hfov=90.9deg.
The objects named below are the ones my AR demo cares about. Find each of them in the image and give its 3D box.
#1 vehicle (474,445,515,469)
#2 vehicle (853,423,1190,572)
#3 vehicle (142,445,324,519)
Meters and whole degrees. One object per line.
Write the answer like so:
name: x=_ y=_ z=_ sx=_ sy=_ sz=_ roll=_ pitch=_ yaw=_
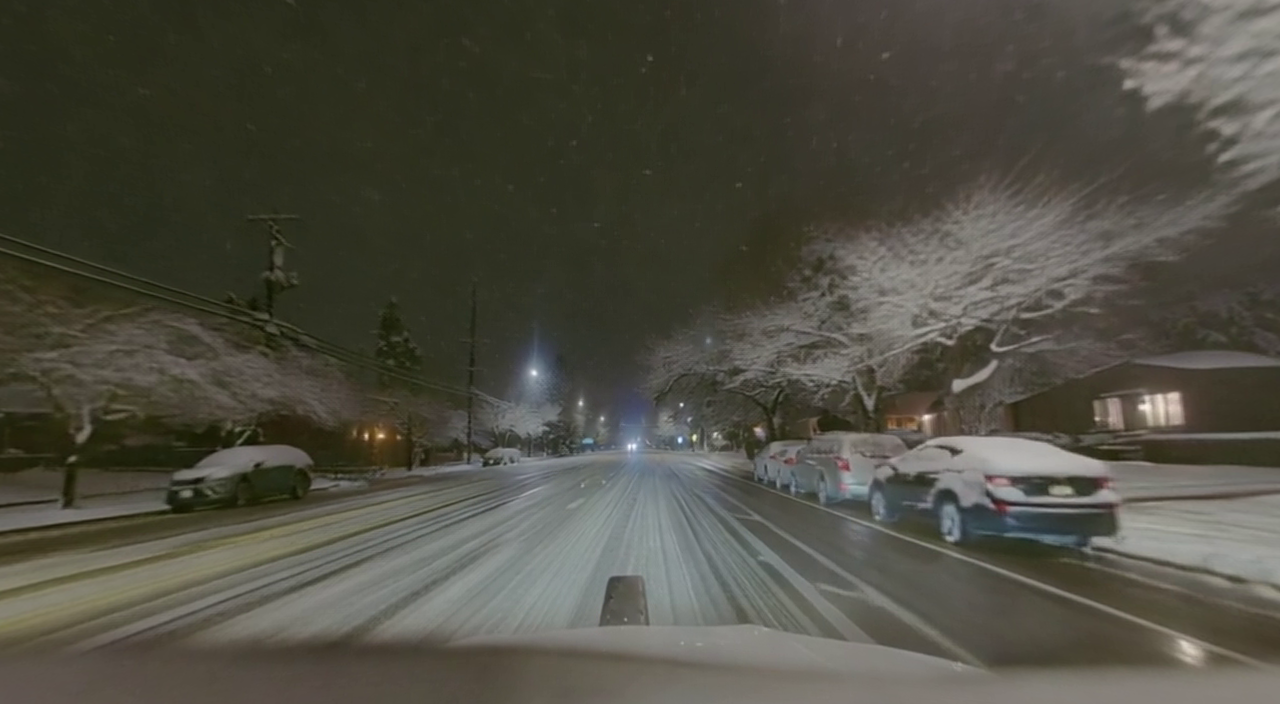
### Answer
vehicle: x=-11.147 y=8.053 z=48.683 sx=2.023 sy=1.629 sz=4.822 roll=-2 pitch=-8 yaw=0
vehicle: x=5.057 y=1.989 z=9.549 sx=1.885 sy=1.603 sz=5.235 roll=0 pitch=-9 yaw=1
vehicle: x=-11.604 y=3.670 z=18.484 sx=2.054 sy=1.704 sz=4.710 roll=-3 pitch=-8 yaw=3
